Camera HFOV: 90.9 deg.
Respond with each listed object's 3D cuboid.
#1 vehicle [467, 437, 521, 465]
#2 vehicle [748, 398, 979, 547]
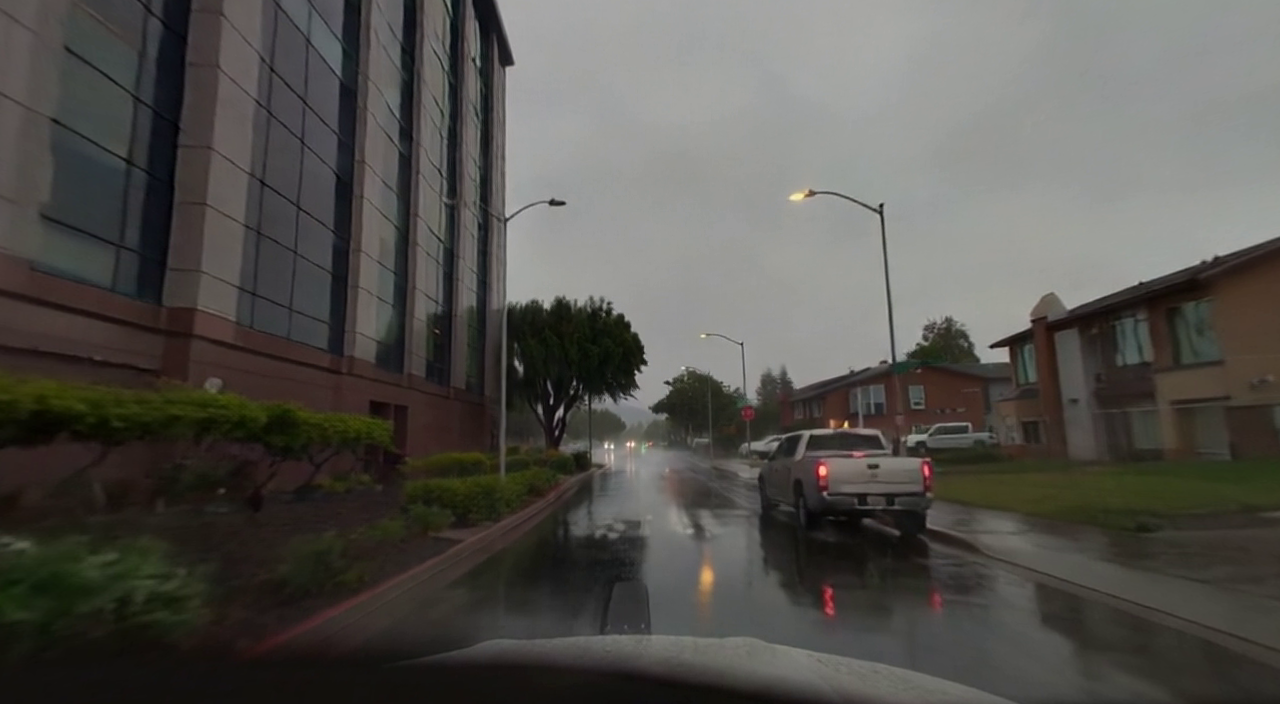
[{"bbox_3d":[-8.647,5.904,37.648,2.024,1.532,3.863,-1,-9,4],"label":"vehicle"},{"bbox_3d":[3.165,1.833,10.119,2.067,1.846,4.384,0,-9,0],"label":"vehicle"}]
